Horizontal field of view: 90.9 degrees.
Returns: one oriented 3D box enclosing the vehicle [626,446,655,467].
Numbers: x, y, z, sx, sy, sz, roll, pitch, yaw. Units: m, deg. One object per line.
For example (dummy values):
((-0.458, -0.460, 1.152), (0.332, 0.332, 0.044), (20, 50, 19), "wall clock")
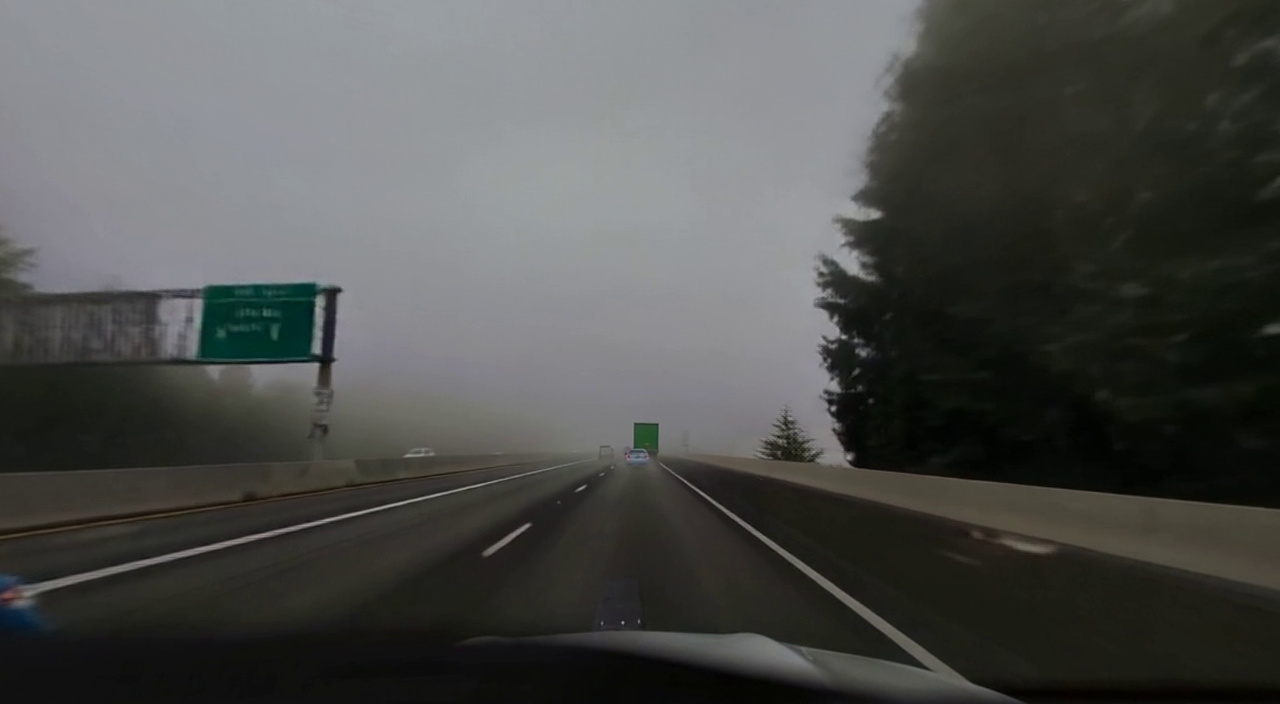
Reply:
((0.017, 7.965, 48.124), (2.094, 1.559, 3.945), (0, -9, 0), "vehicle")
